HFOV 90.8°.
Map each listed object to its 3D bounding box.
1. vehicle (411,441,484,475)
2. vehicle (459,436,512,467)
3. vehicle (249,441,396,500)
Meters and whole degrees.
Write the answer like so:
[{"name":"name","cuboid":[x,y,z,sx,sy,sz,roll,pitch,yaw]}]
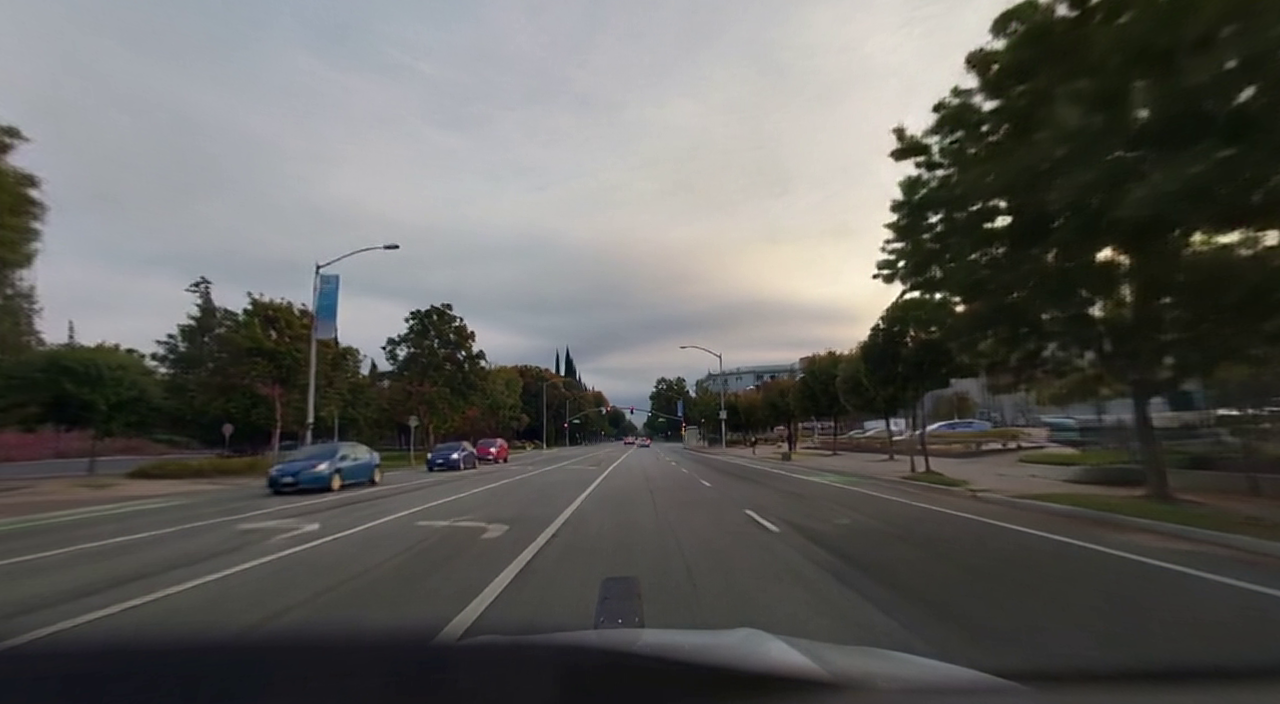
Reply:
[{"name":"vehicle","cuboid":[-8.934,4.923,29.699,1.940,1.452,4.441,0,-8,1]},{"name":"vehicle","cuboid":[-9.152,5.914,37.838,2.066,1.709,4.509,0,-8,-1]},{"name":"vehicle","cuboid":[-8.899,3.310,18.207,1.959,1.469,4.369,0,-8,0]}]
